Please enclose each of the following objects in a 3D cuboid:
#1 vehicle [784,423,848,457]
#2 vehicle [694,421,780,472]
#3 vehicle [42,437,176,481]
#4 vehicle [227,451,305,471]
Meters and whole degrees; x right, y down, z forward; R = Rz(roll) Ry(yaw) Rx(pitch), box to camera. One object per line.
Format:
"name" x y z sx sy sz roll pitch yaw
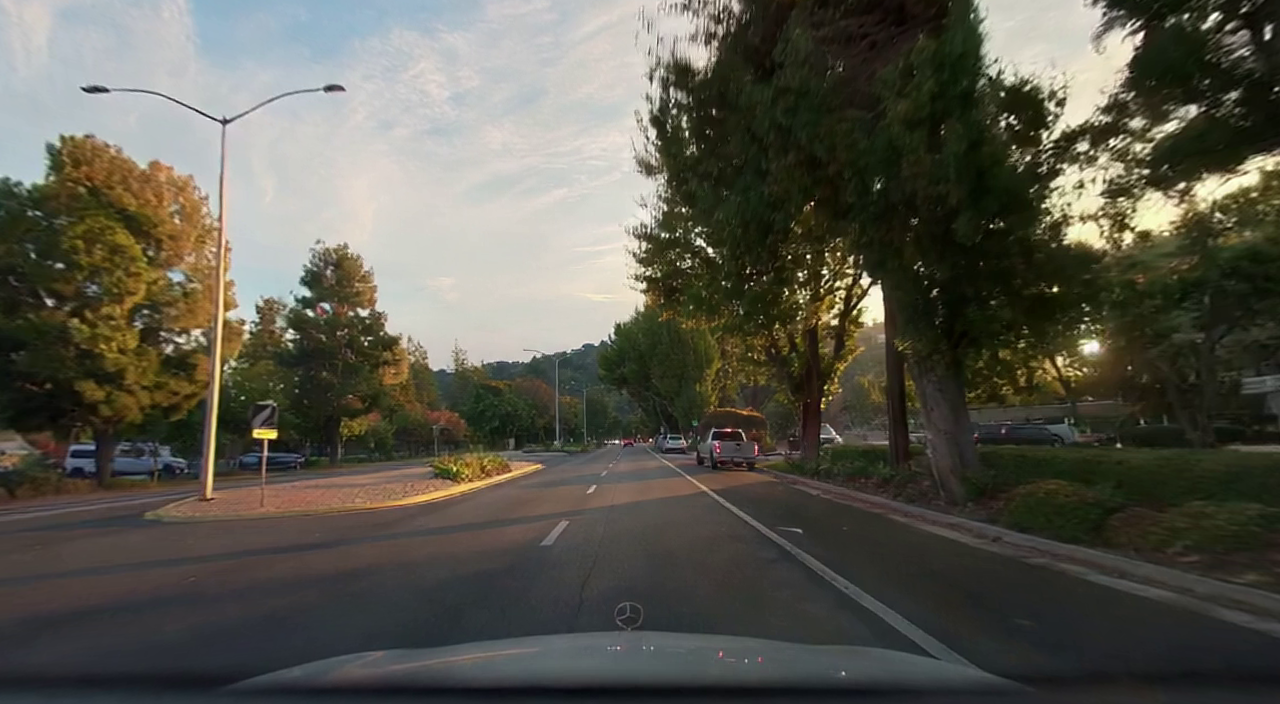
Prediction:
"vehicle" 11.146 5.616 40.429 2.197 1.923 5.799 2 -8 -3
"vehicle" 3.888 3.960 26.575 2.493 1.896 5.433 0 -8 -3
"vehicle" -35.289 7.091 42.092 6.147 2.763 2.919 0 -8 -2
"vehicle" -29.051 8.486 49.063 4.719 1.433 1.995 1 -8 -5
